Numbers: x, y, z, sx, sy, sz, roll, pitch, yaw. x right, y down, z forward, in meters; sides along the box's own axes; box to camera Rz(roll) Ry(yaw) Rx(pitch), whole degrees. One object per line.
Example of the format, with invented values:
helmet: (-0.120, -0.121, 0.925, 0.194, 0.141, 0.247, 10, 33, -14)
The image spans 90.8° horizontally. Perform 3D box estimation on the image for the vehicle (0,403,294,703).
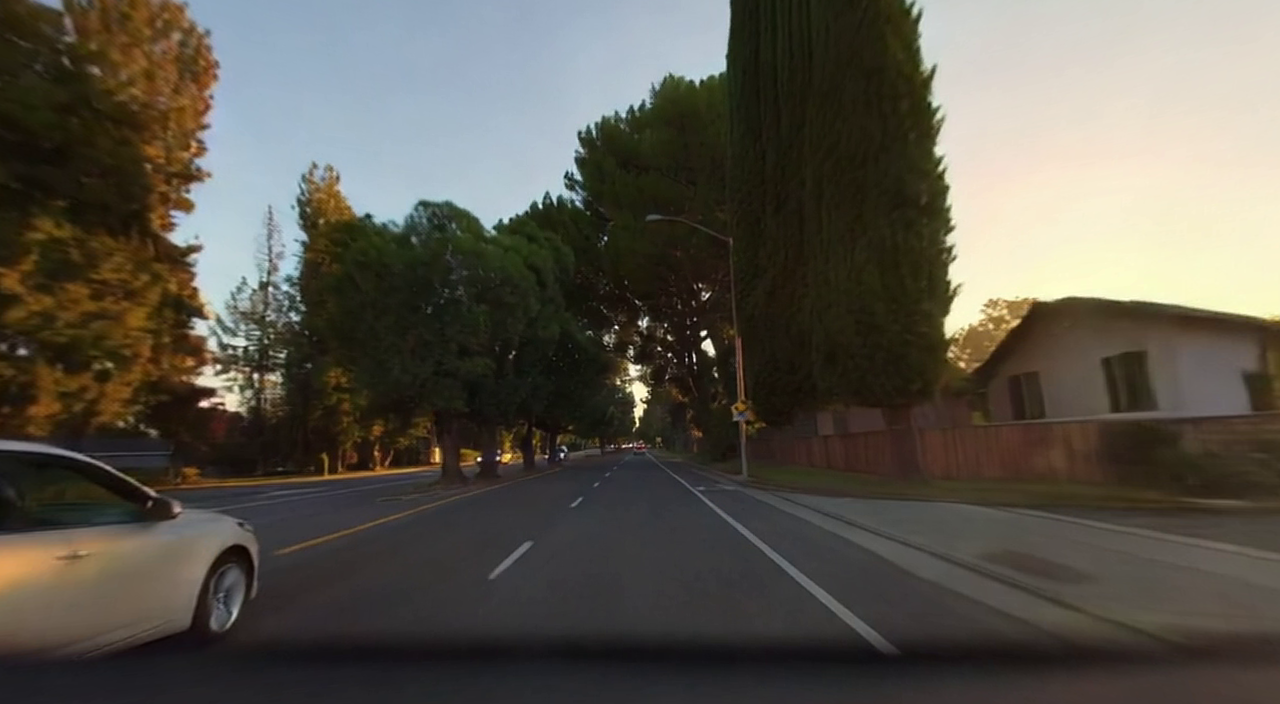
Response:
vehicle: (-3.314, 0.845, 1.675, 2.020, 1.478, 4.890, 0, -8, 0)
